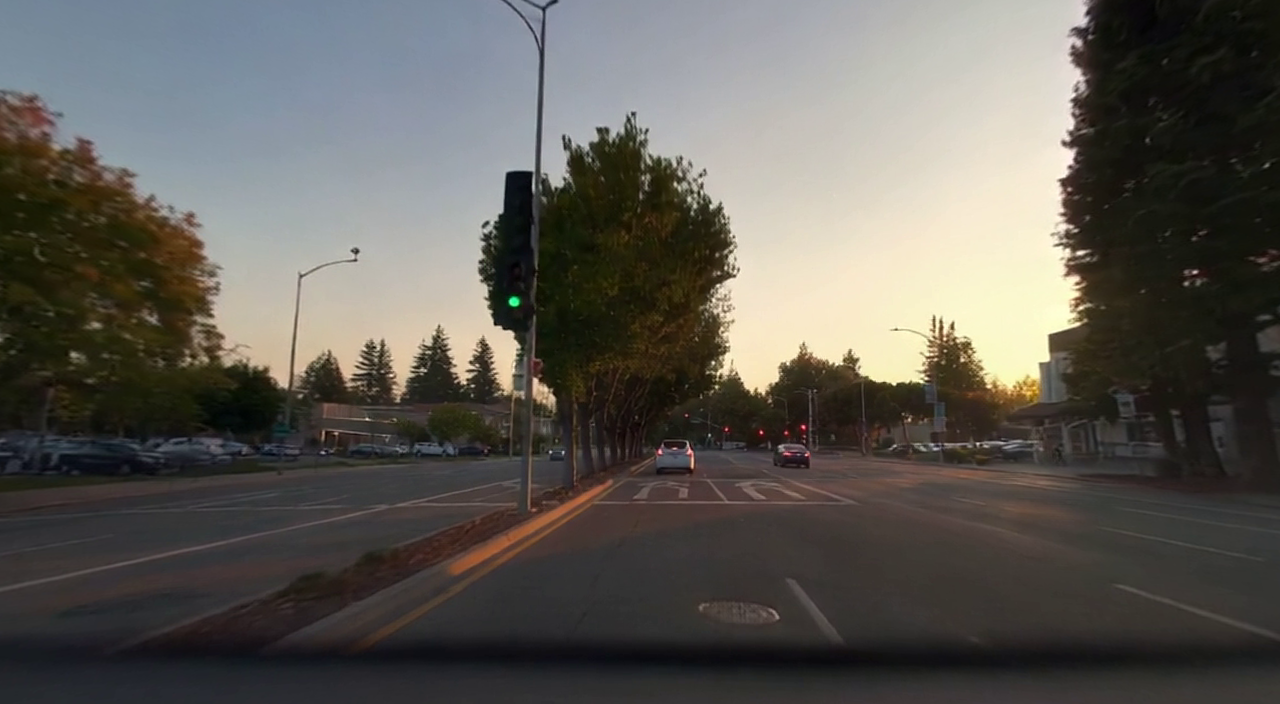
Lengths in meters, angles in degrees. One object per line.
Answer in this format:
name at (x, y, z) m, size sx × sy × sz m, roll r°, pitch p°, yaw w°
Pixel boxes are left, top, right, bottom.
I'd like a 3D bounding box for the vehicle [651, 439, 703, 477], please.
vehicle at (1.565, 4.493, 27.129) m, size 2.064 × 1.477 × 3.968 m, roll 0°, pitch -8°, yaw 3°
